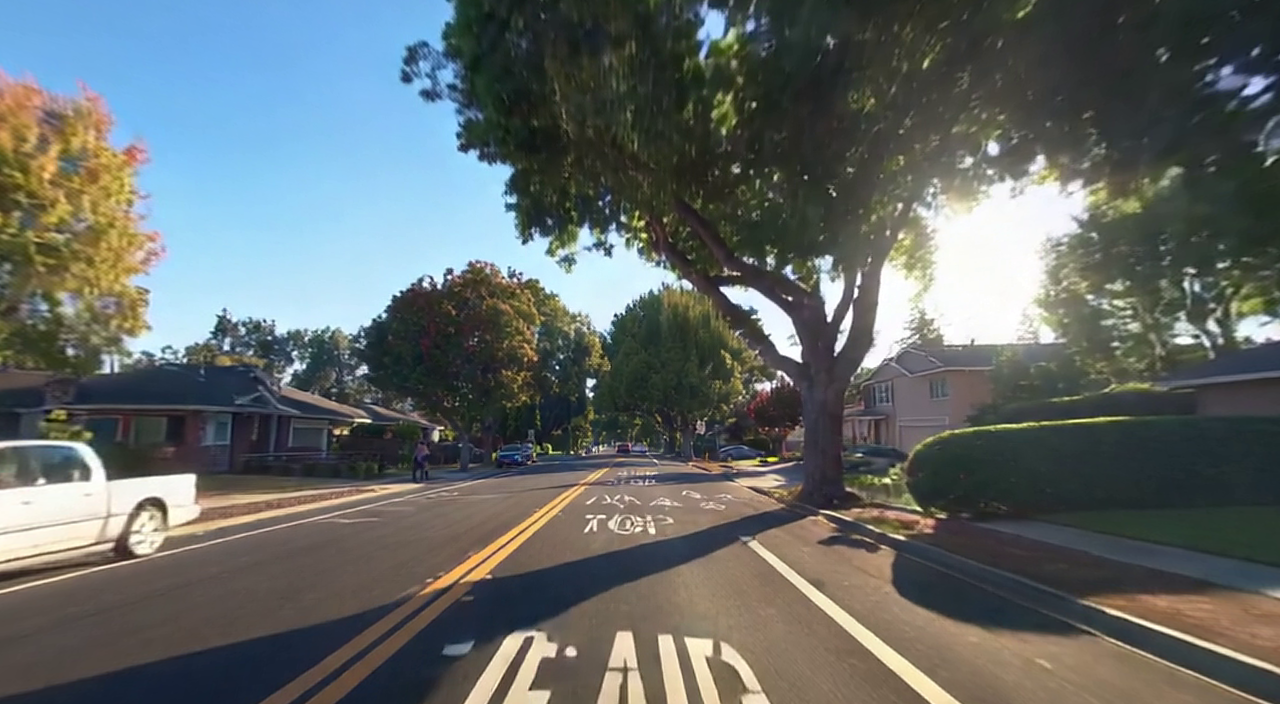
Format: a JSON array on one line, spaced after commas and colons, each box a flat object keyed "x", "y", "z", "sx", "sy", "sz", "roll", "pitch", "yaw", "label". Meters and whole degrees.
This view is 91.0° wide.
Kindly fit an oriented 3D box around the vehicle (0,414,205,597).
[{"x": -7.241, "y": 1.607, "z": 6.543, "sx": 2.063, "sy": 1.756, "sz": 4.792, "roll": -4, "pitch": -8, "yaw": 0, "label": "vehicle"}]

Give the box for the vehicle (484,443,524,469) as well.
[{"x": -9.392, "y": 7.222, "z": 43.791, "sx": 1.998, "sy": 1.684, "sz": 4.180, "roll": 1, "pitch": -8, "yaw": -2, "label": "vehicle"}]
